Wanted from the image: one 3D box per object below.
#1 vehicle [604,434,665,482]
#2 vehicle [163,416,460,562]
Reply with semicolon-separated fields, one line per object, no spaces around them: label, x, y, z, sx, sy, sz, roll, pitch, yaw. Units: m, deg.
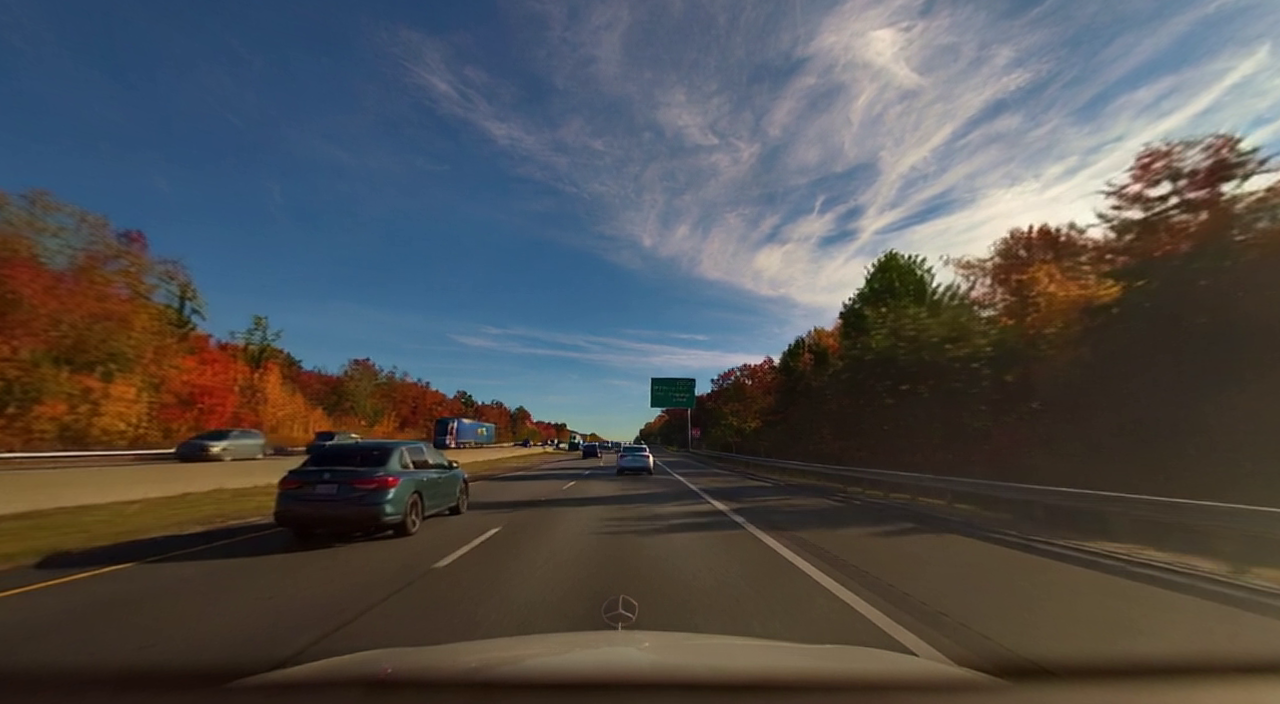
vehicle;-0.223;4.018;23.965;2.115;1.661;4.049;0;-9;0
vehicle;-4.376;1.909;9.454;1.931;1.603;4.739;0;-9;-1
